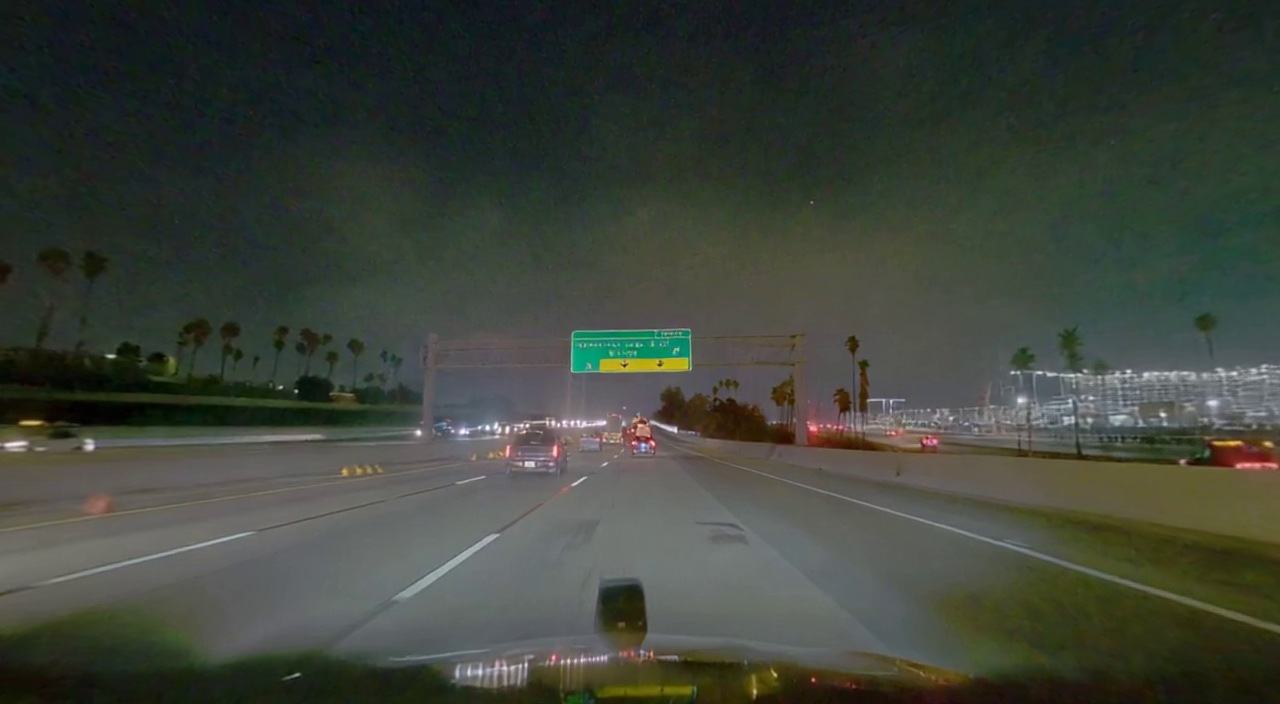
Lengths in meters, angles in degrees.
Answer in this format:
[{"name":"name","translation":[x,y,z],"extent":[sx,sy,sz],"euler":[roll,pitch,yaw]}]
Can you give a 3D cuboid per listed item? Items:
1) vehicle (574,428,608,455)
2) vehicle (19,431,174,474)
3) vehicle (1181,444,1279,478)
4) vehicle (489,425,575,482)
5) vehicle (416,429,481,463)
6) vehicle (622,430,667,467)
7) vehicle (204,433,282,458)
[{"name":"vehicle","translation":[-3.779,7.020,49.456],"extent":[2.203,1.958,4.848],"euler":[0,-8,1]},{"name":"vehicle","translation":[-20.988,3.890,24.679],"extent":[1.970,1.518,4.538],"euler":[0,-8,1]},{"name":"vehicle","translation":[32.291,5.783,33.800],"extent":[1.993,1.670,4.439],"euler":[4,-9,-27]},{"name":"vehicle","translation":[-3.602,3.487,21.906],"extent":[2.108,1.740,4.549],"euler":[0,-8,1]},{"name":"vehicle","translation":[-10.806,5.363,35.995],"extent":[2.104,1.818,4.721],"euler":[0,-8,1]},{"name":"vehicle","translation":[0.209,4.800,31.516],"extent":[2.136,1.678,4.052],"euler":[0,-8,0]},{"name":"vehicle","translation":[-24.641,5.832,39.374],"extent":[1.861,1.483,4.467],"euler":[0,-8,1]}]
